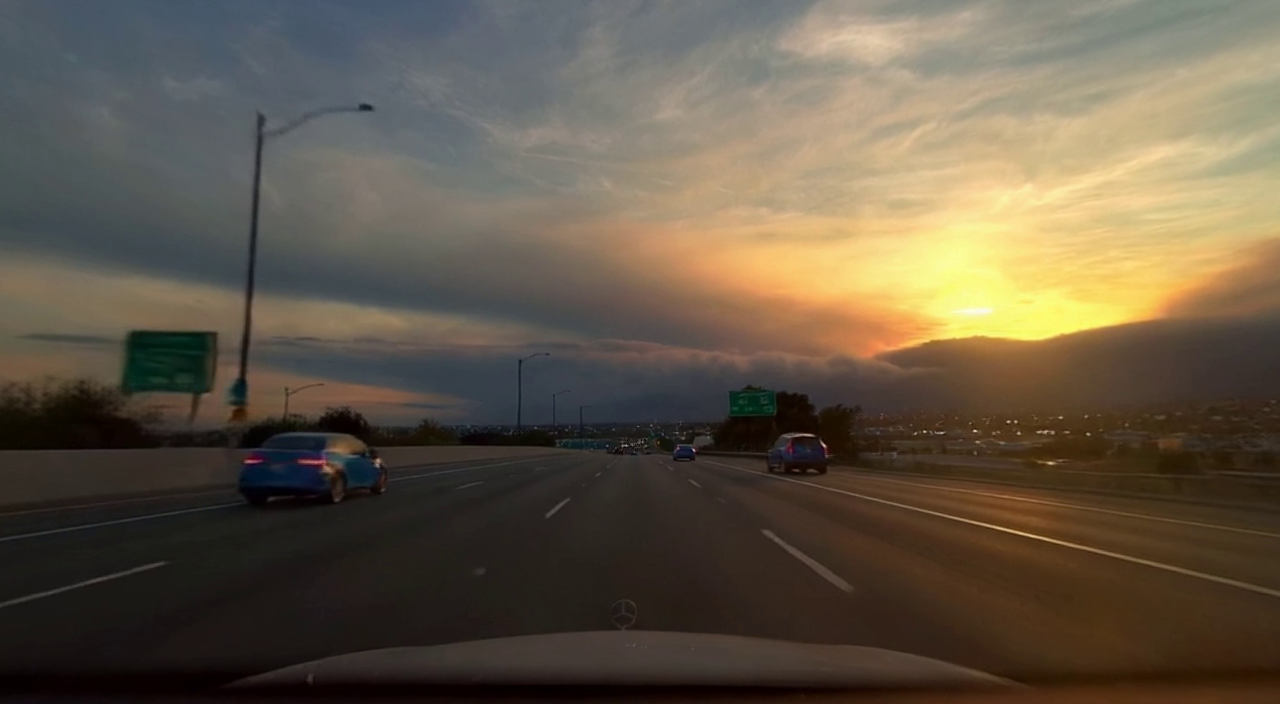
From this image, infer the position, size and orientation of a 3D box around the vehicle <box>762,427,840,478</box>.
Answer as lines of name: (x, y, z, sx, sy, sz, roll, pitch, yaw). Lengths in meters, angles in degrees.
vehicle: (6.779, 4.288, 27.172, 2.065, 1.953, 4.605, 0, -8, -1)

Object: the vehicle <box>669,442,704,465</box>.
vehicle: (3.193, 7.038, 44.027, 2.000, 1.533, 3.770, 0, -8, -2)

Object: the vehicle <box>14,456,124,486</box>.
vehicle: (-32.317, 6.723, 35.959, 1.839, 1.466, 4.787, 0, -8, -1)

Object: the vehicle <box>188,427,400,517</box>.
vehicle: (-7.708, 2.690, 14.948, 2.083, 1.696, 5.464, 1, -8, -2)
